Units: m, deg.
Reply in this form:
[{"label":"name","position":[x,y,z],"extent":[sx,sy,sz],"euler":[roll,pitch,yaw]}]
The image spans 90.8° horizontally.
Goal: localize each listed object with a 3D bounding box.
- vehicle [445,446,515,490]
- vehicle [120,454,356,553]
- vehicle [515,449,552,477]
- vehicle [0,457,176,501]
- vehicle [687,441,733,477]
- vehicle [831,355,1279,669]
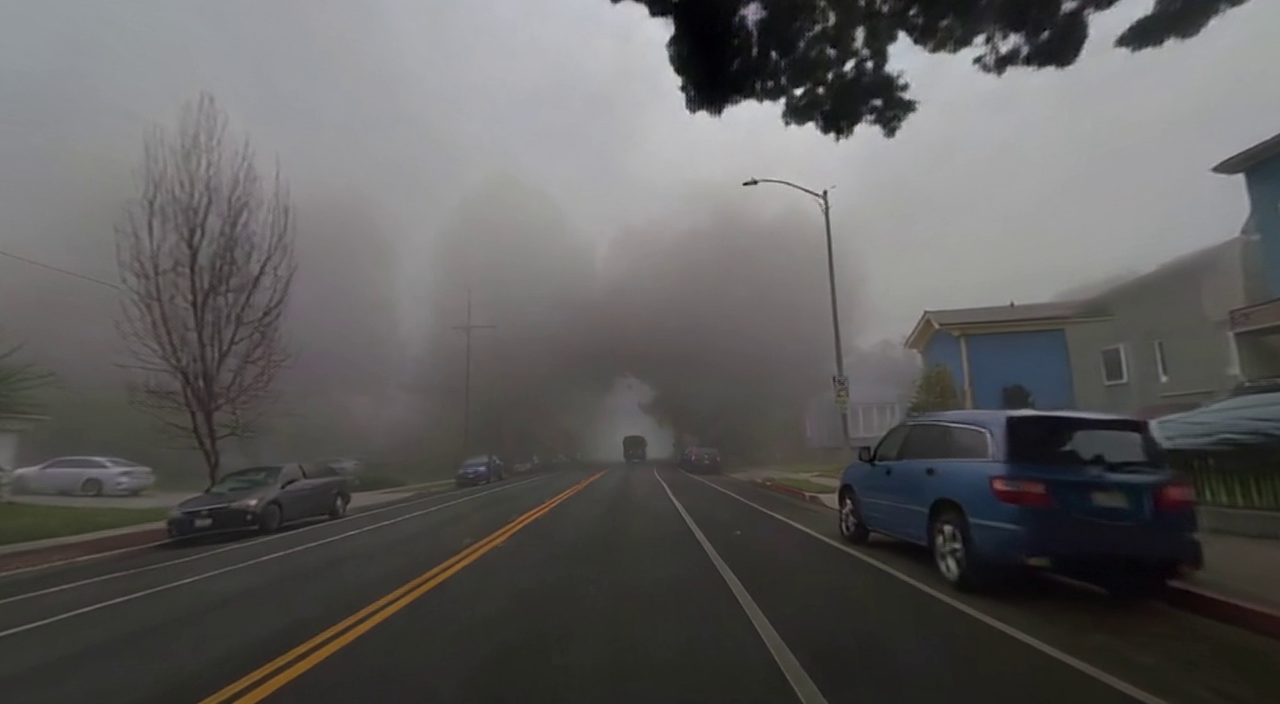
[{"label":"vehicle","position":[-8.181,5.927,32.853],"extent":[2.094,1.840,5.450],"euler":[-7,-8,-1]},{"label":"vehicle","position":[-8.265,3.099,13.729],"extent":[1.921,1.494,4.884],"euler":[-4,-8,1]},{"label":"vehicle","position":[-7.985,8.285,47.555],"extent":[1.898,1.755,4.603],"euler":[-5,-8,-1]},{"label":"vehicle","position":[-20.167,4.594,23.083],"extent":[4.721,1.463,2.275],"euler":[-1,-9,5]},{"label":"vehicle","position":[4.090,6.298,37.488],"extent":[2.060,1.833,4.927],"euler":[4,-9,0]},{"label":"vehicle","position":[3.726,1.385,6.554],"extent":[2.131,1.995,4.626],"euler":[3,-8,1]}]
